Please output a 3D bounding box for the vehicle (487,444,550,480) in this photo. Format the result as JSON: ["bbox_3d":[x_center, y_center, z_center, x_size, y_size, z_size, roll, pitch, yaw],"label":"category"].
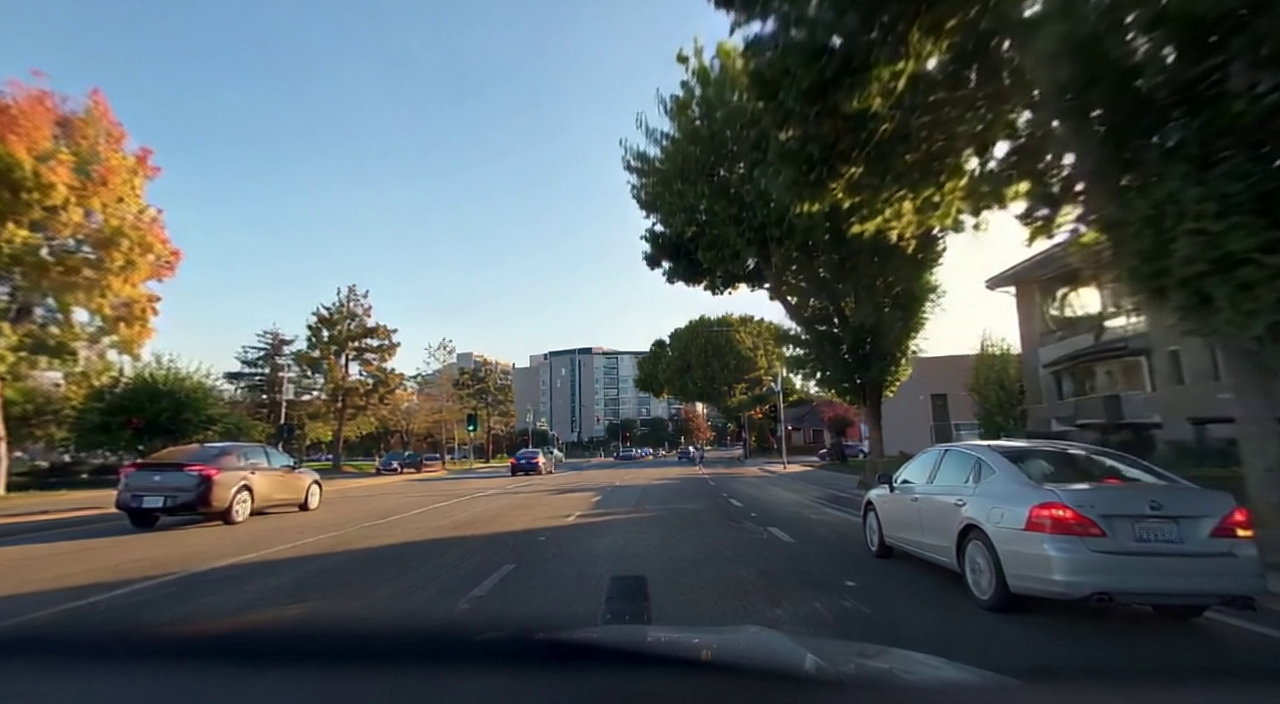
[{"bbox_3d":[-5.826,5.340,30.788,1.988,1.597,4.404,-1,-9,3],"label":"vehicle"}]

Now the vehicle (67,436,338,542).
[{"bbox_3d":[-7.615,2.411,11.700,1.951,1.554,4.444,0,-9,-2],"label":"vehicle"}]

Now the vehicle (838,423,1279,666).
[{"bbox_3d":[3.716,1.580,6.341,2.003,1.494,4.705,0,-9,1],"label":"vehicle"}]
